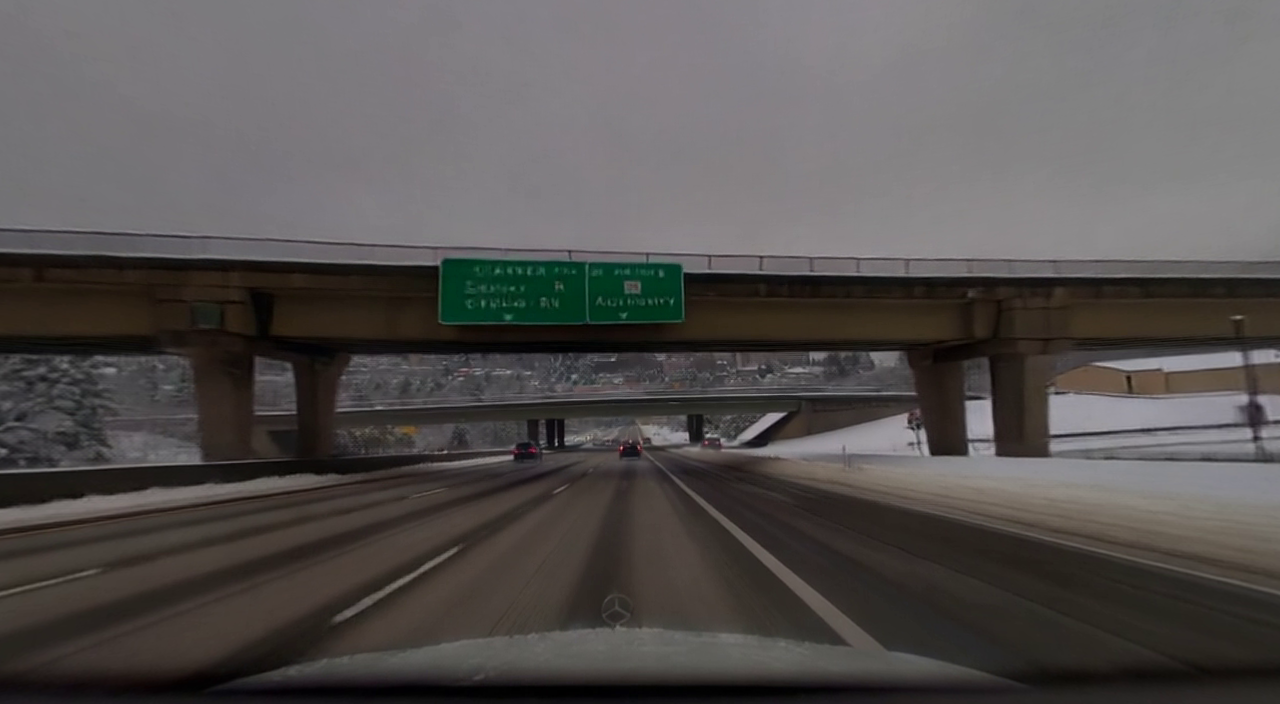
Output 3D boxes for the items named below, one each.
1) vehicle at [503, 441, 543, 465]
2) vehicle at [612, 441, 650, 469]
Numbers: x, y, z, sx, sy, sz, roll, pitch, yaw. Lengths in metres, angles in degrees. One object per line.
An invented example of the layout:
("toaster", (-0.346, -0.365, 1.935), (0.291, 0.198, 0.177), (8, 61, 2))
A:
("vehicle", (-8.101, 7.041, 44.146), (1.957, 1.554, 4.350), (0, -8, 0))
("vehicle", (-0.524, 5.768, 35.622), (2.012, 1.471, 4.059), (0, -8, -2))
